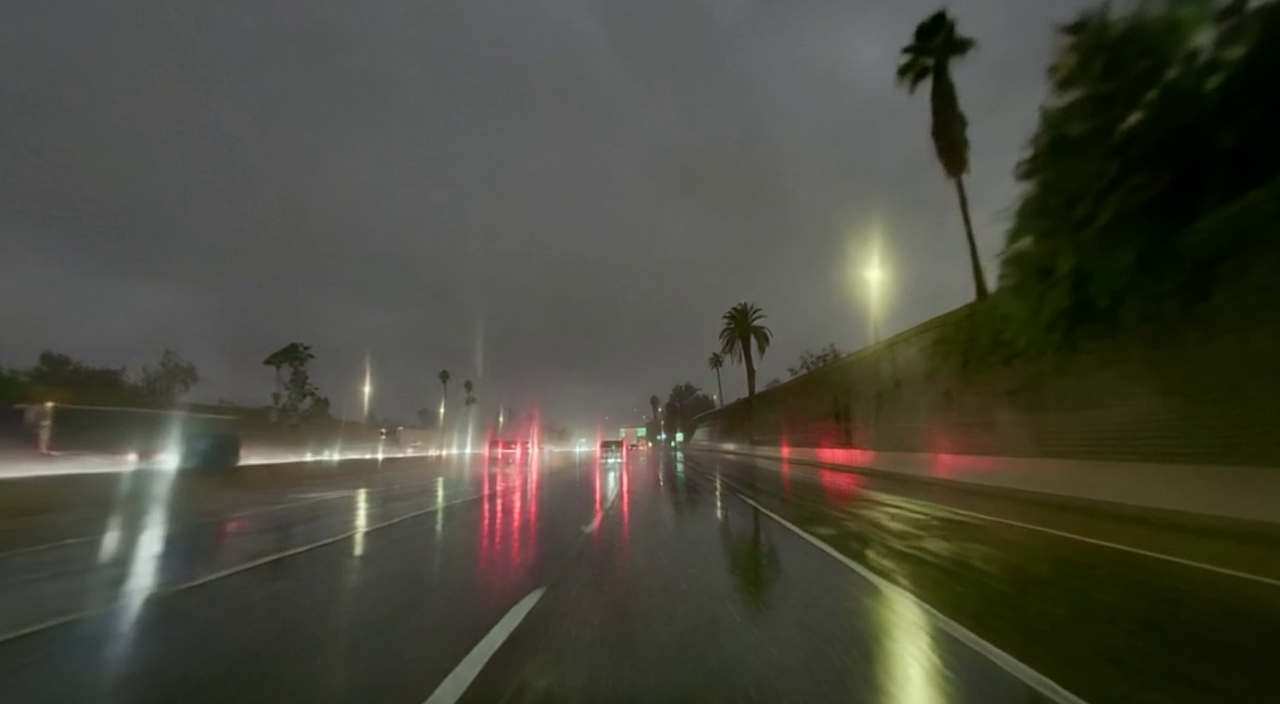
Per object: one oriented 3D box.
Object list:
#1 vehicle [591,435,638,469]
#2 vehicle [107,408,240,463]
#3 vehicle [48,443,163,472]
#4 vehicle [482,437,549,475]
[{"bbox_3d":[-1.289,5.294,33.658,2.201,1.672,4.128,0,-8,1],"label":"vehicle"},{"bbox_3d":[-35.281,6.493,48.475,2.812,3.781,9.113,-1,-8,3],"label":"vehicle"},{"bbox_3d":[-30.222,5.938,35.964,1.874,1.520,5.041,-1,-8,4],"label":"vehicle"},{"bbox_3d":[-5.922,5.008,30.673,2.204,1.677,4.438,-1,-8,2],"label":"vehicle"}]
